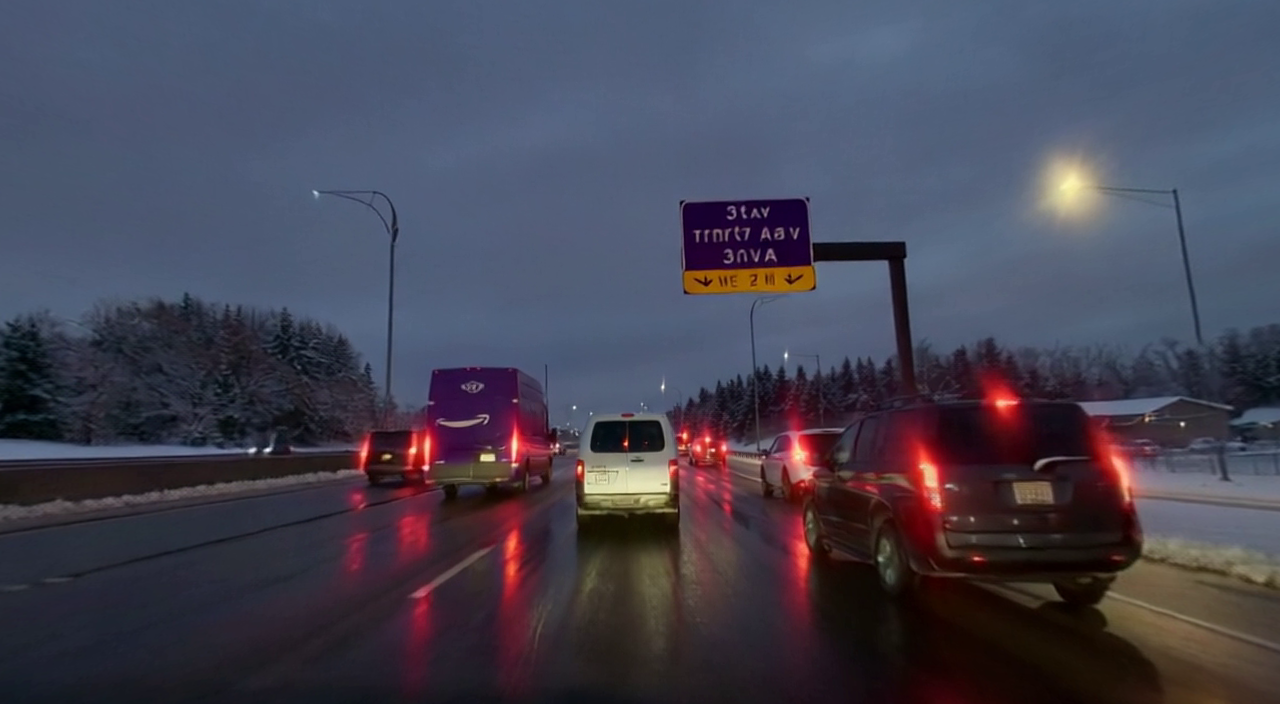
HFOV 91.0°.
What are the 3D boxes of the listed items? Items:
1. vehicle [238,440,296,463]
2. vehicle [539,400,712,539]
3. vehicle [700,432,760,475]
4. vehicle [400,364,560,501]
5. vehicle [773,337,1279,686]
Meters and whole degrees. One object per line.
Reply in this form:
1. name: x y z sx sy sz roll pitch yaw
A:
1. vehicle: -26.259 6.988 44.492 1.684 1.517 3.805 0 -9 0
2. vehicle: -0.182 1.887 10.629 2.287 1.823 4.369 0 -8 0
3. vehicle: 3.926 4.512 28.196 2.064 1.720 4.416 0 -8 0
4. vehicle: -3.722 2.152 16.403 2.415 2.821 6.636 0 -9 0
5. vehicle: 3.057 1.238 6.061 2.341 1.890 5.144 1 -9 -1
